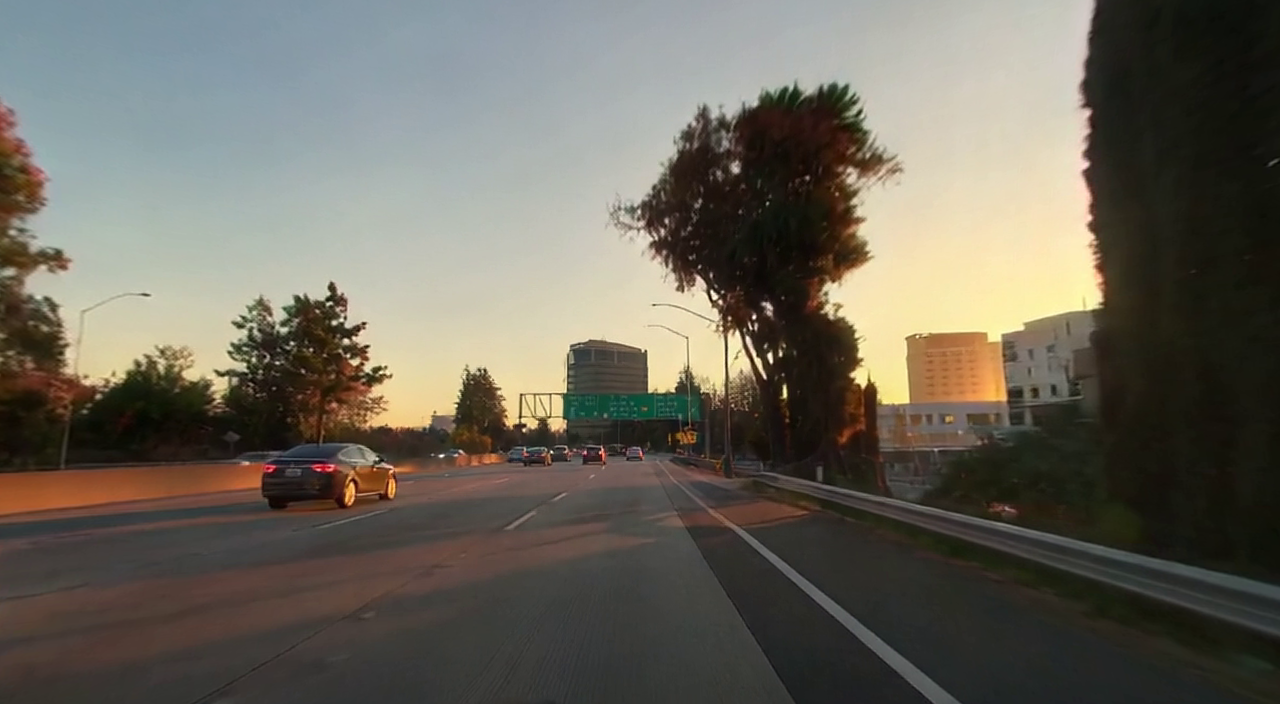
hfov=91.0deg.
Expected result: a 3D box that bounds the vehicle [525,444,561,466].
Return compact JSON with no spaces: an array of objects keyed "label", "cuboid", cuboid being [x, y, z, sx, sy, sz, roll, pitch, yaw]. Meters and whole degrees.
[{"label":"vehicle","cuboid":[-7.622,8.149,49.851,2.075,1.642,4.638,0,-9,0]}]

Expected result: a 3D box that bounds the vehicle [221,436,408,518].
[{"label":"vehicle","cuboid":[-7.534,2.914,15.261,2.071,1.661,4.540,0,-9,0]}]
